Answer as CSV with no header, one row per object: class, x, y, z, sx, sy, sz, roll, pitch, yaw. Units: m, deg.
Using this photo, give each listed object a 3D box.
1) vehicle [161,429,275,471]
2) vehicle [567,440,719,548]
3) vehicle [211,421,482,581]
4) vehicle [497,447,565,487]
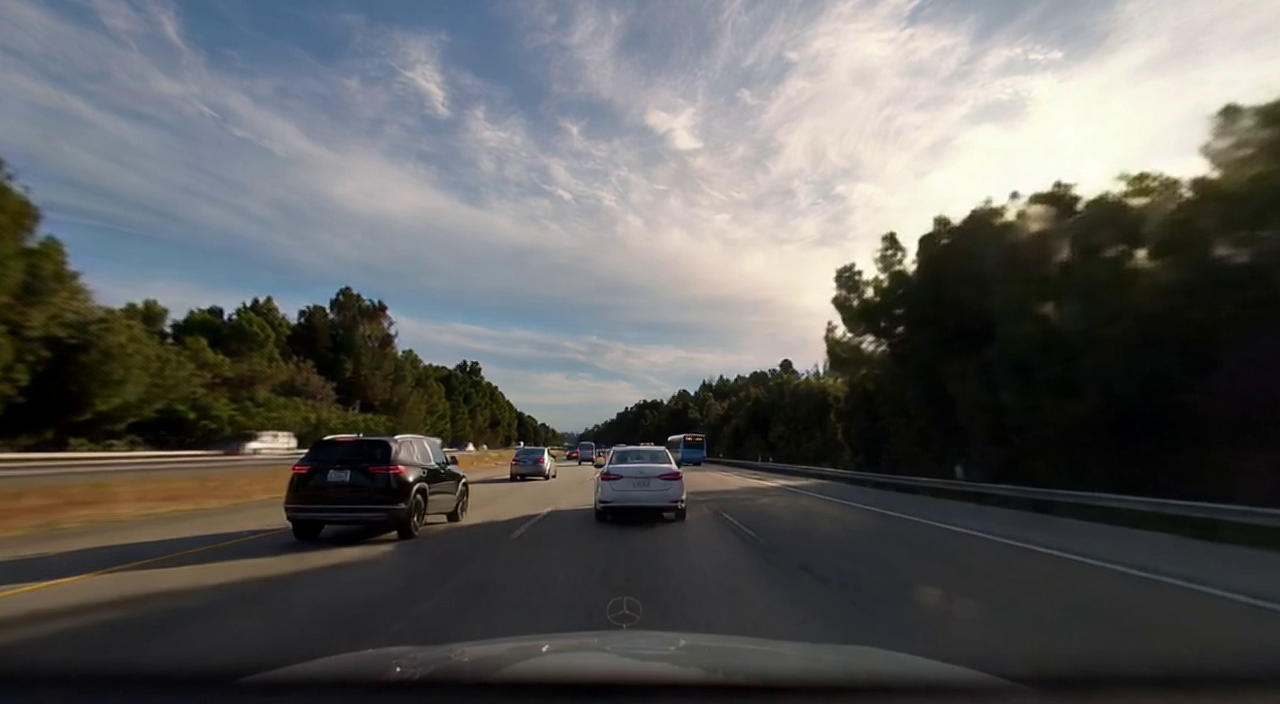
vehicle,-16.452,3.858,24.828,1.860,1.508,3.854,0,-9,-2
vehicle,-0.024,2.317,10.955,2.120,1.478,4.179,0,-9,-2
vehicle,-3.683,1.927,8.916,1.830,1.703,4.142,0,-9,0
vehicle,-4.369,4.675,25.902,2.122,1.491,3.800,0,-9,0
